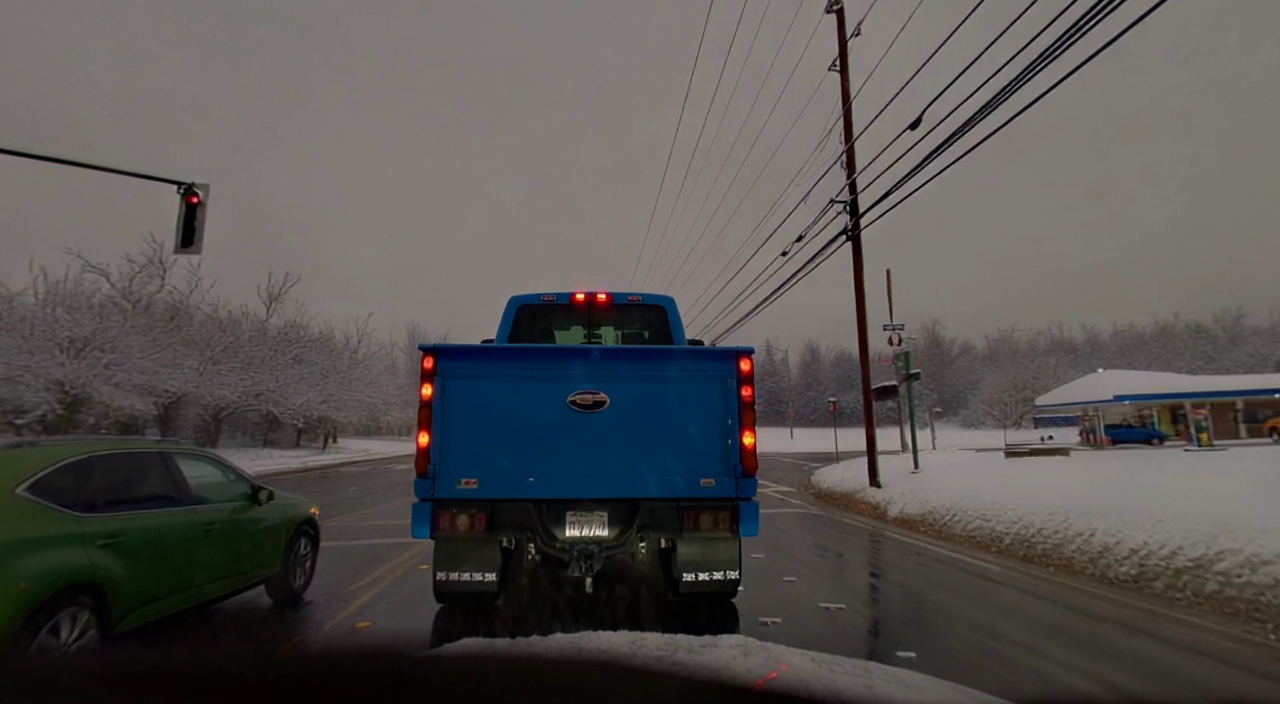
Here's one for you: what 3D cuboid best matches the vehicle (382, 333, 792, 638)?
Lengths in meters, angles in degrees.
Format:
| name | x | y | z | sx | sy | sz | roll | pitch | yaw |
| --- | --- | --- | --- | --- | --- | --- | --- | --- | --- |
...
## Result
| name | x | y | z | sx | sy | sz | roll | pitch | yaw |
| --- | --- | --- | --- | --- | --- | --- | --- | --- | --- |
| vehicle | -0.422 | 1.325 | 7.216 | 2.859 | 2.144 | 5.406 | 0 | -9 | -1 |

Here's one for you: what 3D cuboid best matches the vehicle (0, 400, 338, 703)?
| name | x | y | z | sx | sy | sz | roll | pitch | yaw |
| --- | --- | --- | --- | --- | --- | --- | --- | --- | --- |
| vehicle | -3.959 | 1.190 | 3.988 | 2.017 | 1.555 | 4.150 | -1 | -9 | 0 |

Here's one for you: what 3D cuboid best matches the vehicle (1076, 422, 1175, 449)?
| name | x | y | z | sx | sy | sz | roll | pitch | yaw |
| --- | --- | --- | --- | --- | --- | --- | --- | --- | --- |
| vehicle | 33.509 | 5.813 | 43.557 | 2.012 | 1.757 | 5.021 | 7 | -11 | -39 |

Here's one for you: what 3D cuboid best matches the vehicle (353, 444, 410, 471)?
| name | x | y | z | sx | sy | sz | roll | pitch | yaw |
| --- | --- | --- | --- | --- | --- | --- | --- | --- | --- |
| vehicle | -17.121 | 7.014 | 41.920 | 2.133 | 1.690 | 4.331 | 0 | -9 | -3 |

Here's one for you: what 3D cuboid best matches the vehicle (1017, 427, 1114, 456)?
| name | x | y | z | sx | sy | sz | roll | pitch | yaw |
| --- | --- | --- | --- | --- | --- | --- | --- | --- | --- |
| vehicle | 25.562 | 5.398 | 37.938 | 4.419 | 1.496 | 1.854 | -2 | -9 | 1 |
